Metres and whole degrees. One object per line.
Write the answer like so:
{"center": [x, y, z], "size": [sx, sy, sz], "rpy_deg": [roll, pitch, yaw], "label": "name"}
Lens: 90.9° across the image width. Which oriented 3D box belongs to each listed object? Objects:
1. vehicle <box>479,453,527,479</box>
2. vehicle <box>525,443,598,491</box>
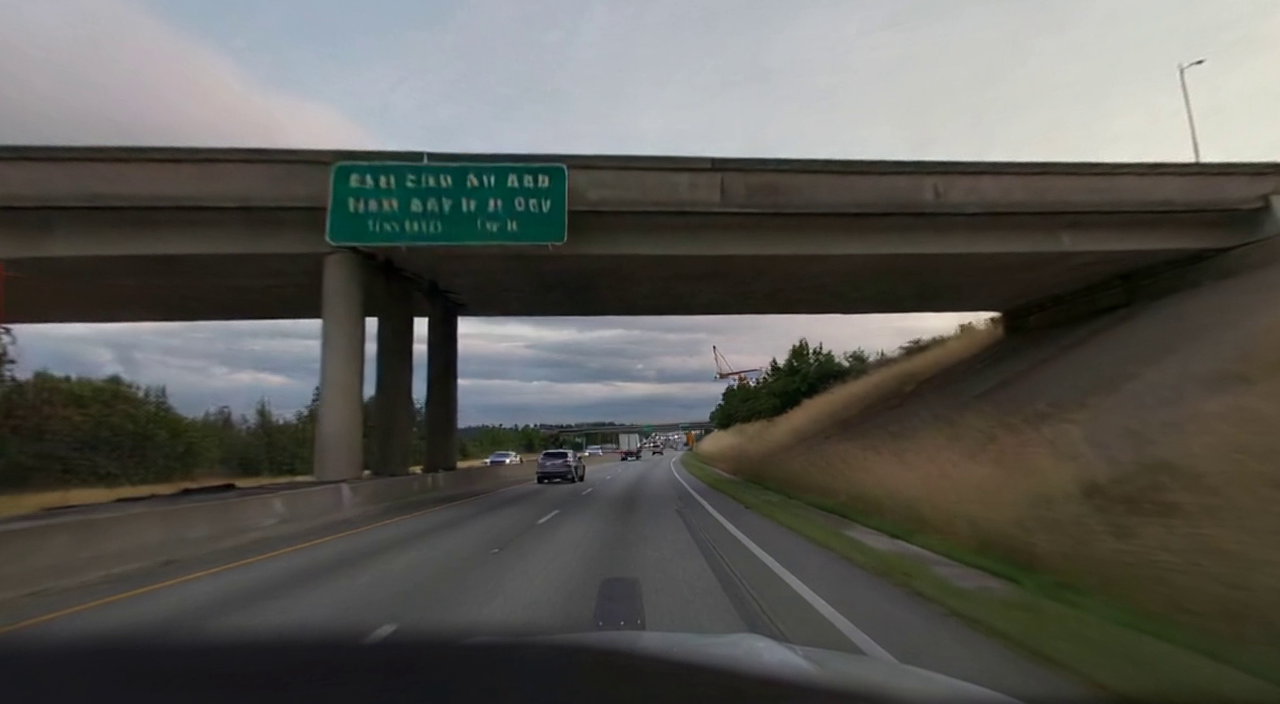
{"center": [-8.552, 7.133, 39.694], "size": [1.918, 1.483, 4.090], "rpy_deg": [-1, -9, 2], "label": "vehicle"}
{"center": [-2.873, 4.347, 24.028], "size": [2.194, 1.648, 3.984], "rpy_deg": [-1, -9, 1], "label": "vehicle"}
